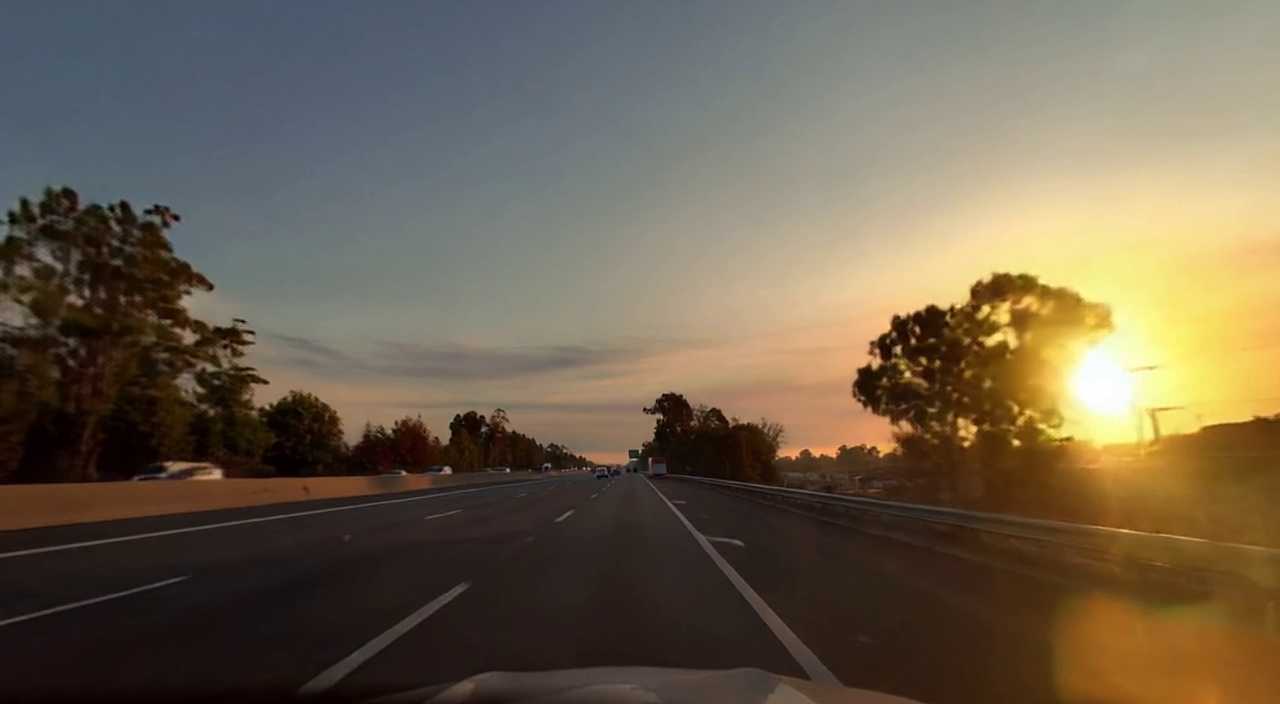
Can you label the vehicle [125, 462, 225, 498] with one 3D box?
[{"bbox_3d":[-26.878,7.390,36.673,2.090,1.903,4.812,1,-10,-1],"label":"vehicle"}]
